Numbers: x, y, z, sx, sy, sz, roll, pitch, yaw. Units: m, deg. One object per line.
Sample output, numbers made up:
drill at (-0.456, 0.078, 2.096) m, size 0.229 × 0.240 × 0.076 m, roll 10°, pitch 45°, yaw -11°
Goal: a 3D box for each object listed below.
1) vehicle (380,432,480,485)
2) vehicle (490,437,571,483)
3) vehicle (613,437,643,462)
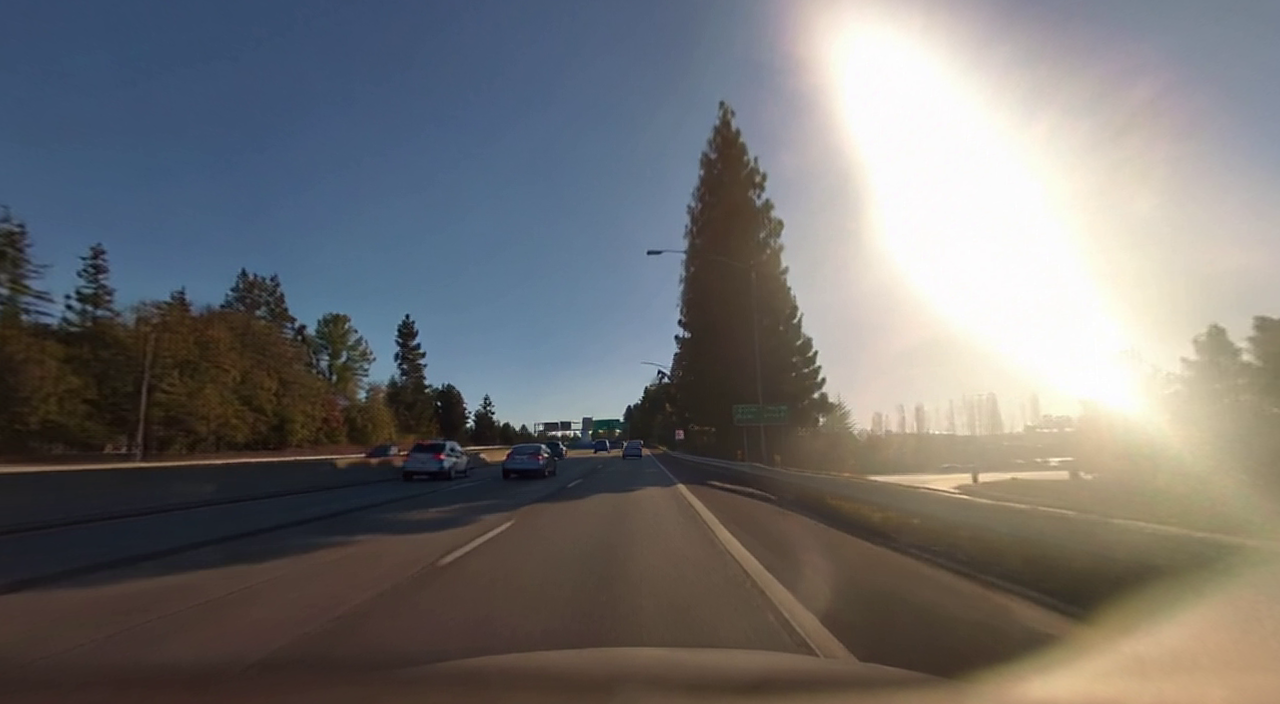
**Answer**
vehicle at (-7.819, 3.992, 24.047) m, size 2.091 × 1.795 × 4.617 m, roll -1°, pitch -9°, yaw 2°
vehicle at (-4.032, 4.088, 24.168) m, size 2.102 × 1.562 × 4.884 m, roll -1°, pitch -9°, yaw 2°
vehicle at (-0.880, 7.425, 48.209) m, size 2.179 × 1.742 × 4.396 m, roll 0°, pitch -8°, yaw 0°
